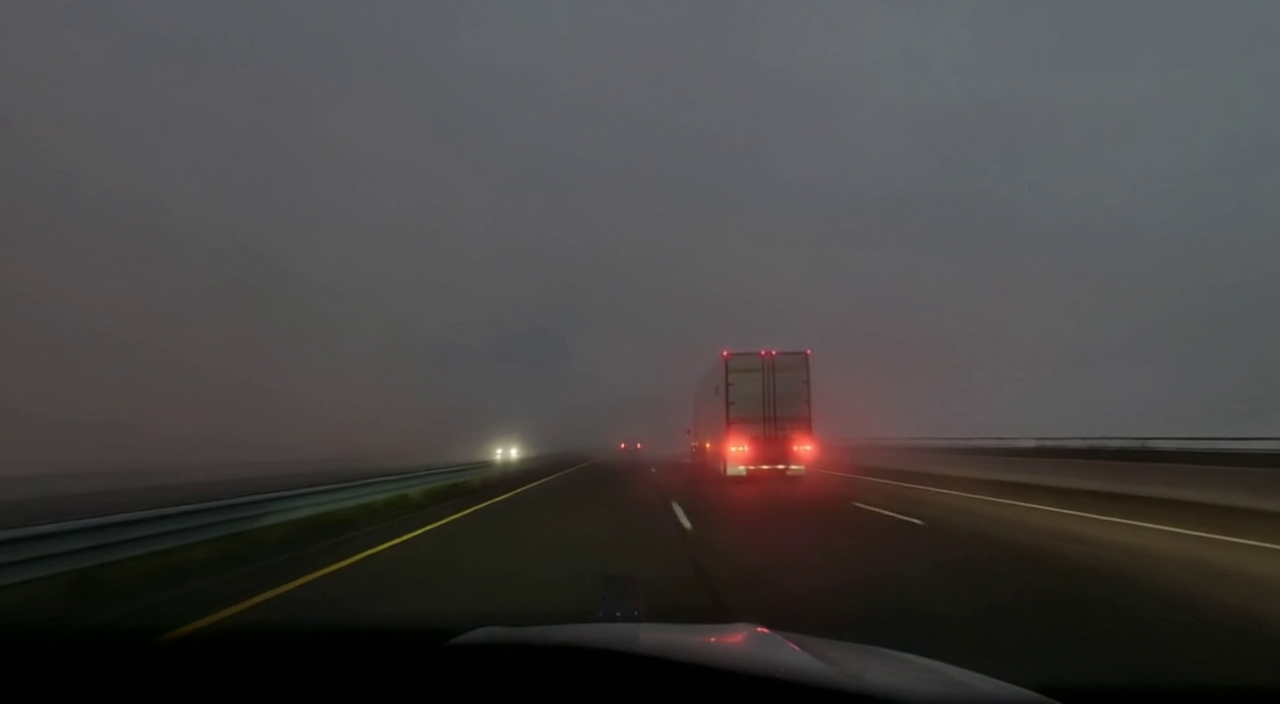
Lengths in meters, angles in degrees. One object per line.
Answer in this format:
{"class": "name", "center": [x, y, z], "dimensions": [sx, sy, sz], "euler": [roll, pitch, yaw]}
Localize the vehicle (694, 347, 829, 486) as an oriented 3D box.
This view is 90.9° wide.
{"class": "vehicle", "center": [4.126, 2.771, 25.199], "dimensions": [2.966, 4.072, 13.408], "euler": [0, -8, 1]}
